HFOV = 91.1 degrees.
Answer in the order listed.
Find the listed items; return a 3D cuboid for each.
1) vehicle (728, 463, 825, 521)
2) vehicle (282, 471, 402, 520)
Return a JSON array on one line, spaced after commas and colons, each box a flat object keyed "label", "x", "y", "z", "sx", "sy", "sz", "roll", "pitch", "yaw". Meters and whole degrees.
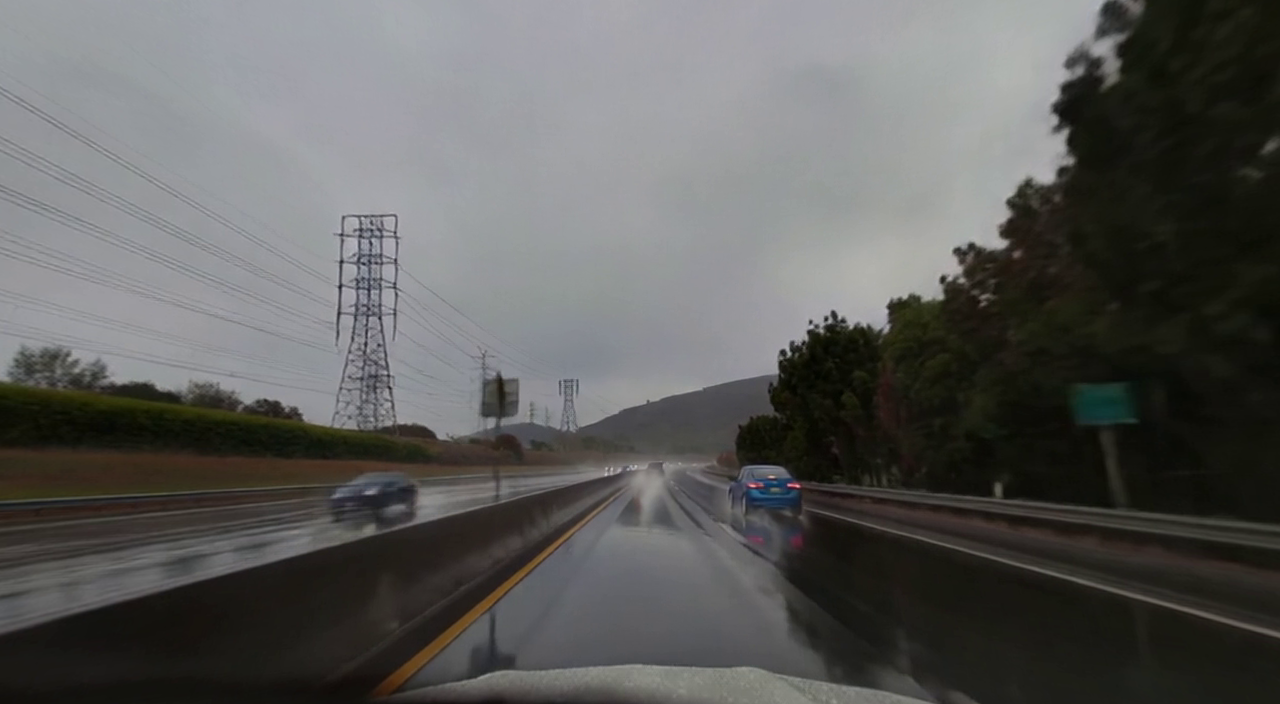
[{"label": "vehicle", "x": 3.936, "y": 4.123, "z": 18.858, "sx": 1.985, "sy": 1.521, "sz": 3.904, "roll": 1, "pitch": -10, "yaw": -1}, {"label": "vehicle", "x": -10.395, "y": 5.029, "z": 22.363, "sx": 1.994, "sy": 1.464, "sz": 4.511, "roll": 1, "pitch": -10, "yaw": 1}]
